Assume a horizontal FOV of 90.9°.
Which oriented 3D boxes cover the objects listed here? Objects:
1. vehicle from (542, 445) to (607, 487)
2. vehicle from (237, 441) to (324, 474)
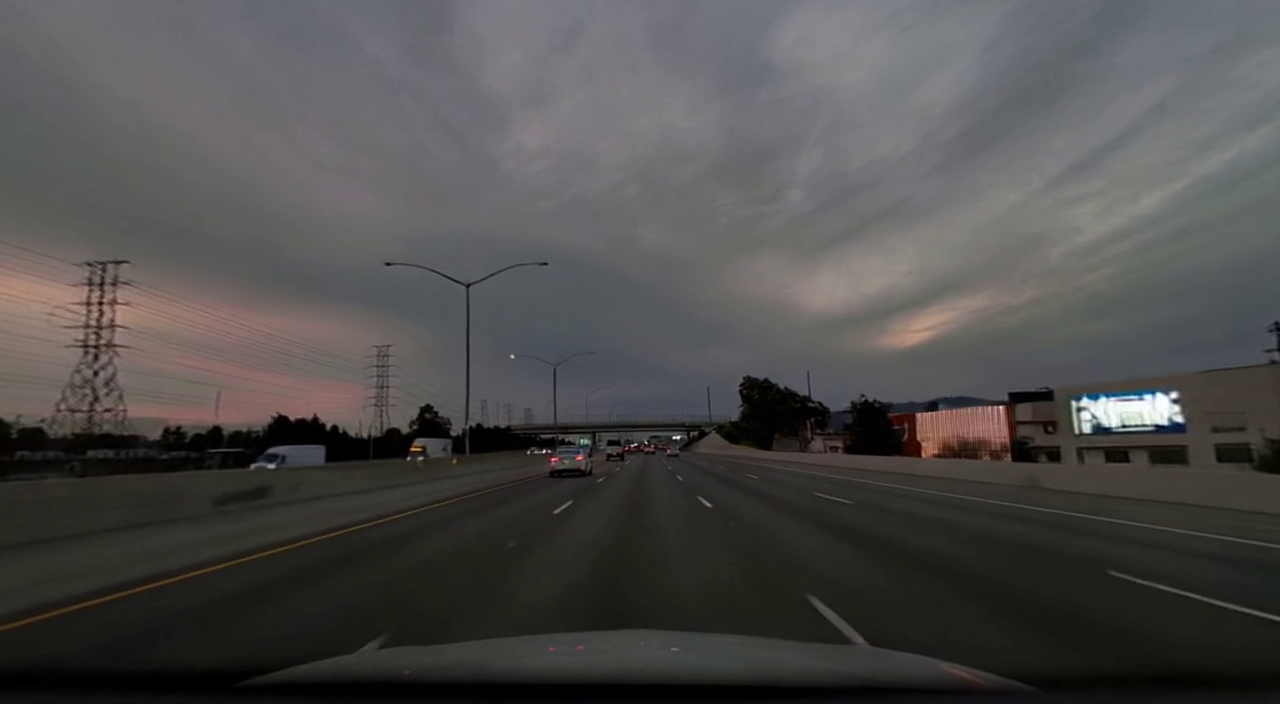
[{"bbox_3d":[-2.396,4.322,24.175,1.891,1.444,3.968,-1,-8,3],"label":"vehicle"},{"bbox_3d":[-26.641,7.837,47.146,3.012,2.300,6.199,0,-9,-2],"label":"vehicle"}]
